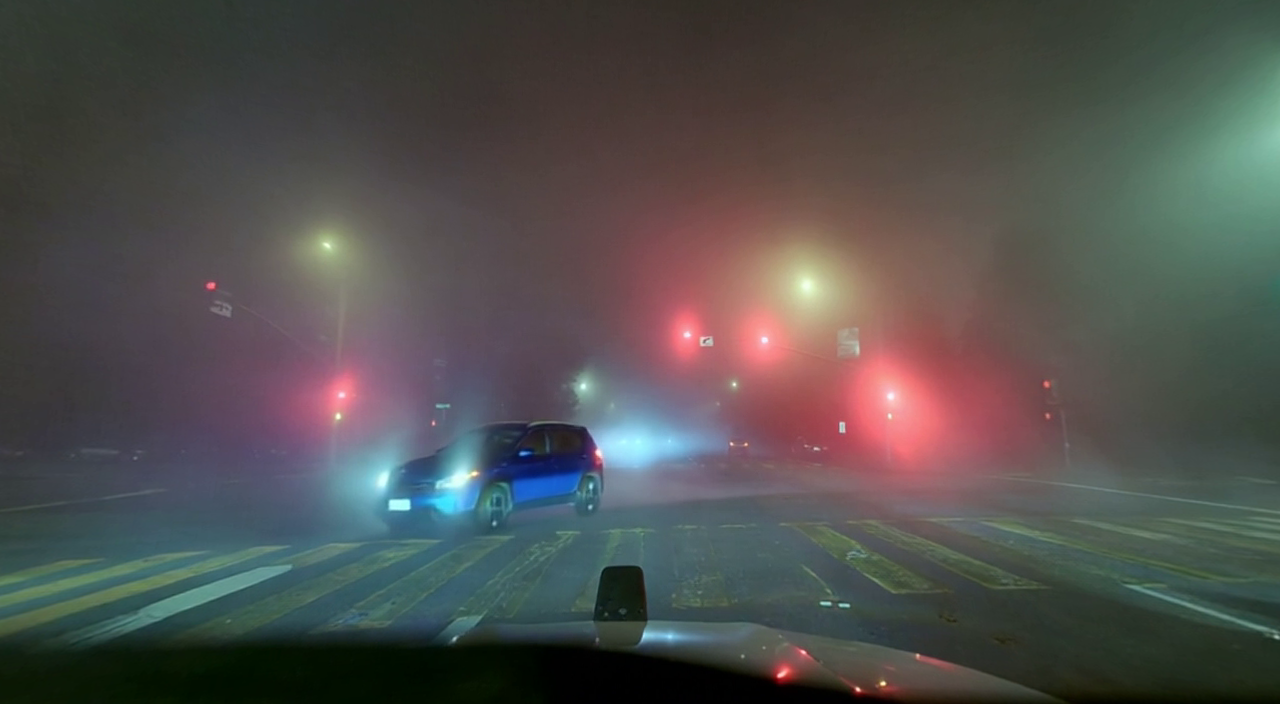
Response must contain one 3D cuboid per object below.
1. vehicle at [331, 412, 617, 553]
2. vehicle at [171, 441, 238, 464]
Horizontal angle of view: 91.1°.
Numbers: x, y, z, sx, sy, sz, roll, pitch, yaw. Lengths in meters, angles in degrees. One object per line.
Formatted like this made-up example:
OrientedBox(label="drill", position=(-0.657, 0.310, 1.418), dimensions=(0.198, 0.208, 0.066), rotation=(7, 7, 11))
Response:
OrientedBox(label="vehicle", position=(-2.399, 2.028, 10.531), dimensions=(2.134, 1.768, 4.580), rotation=(-4, -9, 25))
OrientedBox(label="vehicle", position=(-29.091, 6.706, 42.068), dimensions=(1.696, 1.431, 3.686), rotation=(-1, -8, 3))
